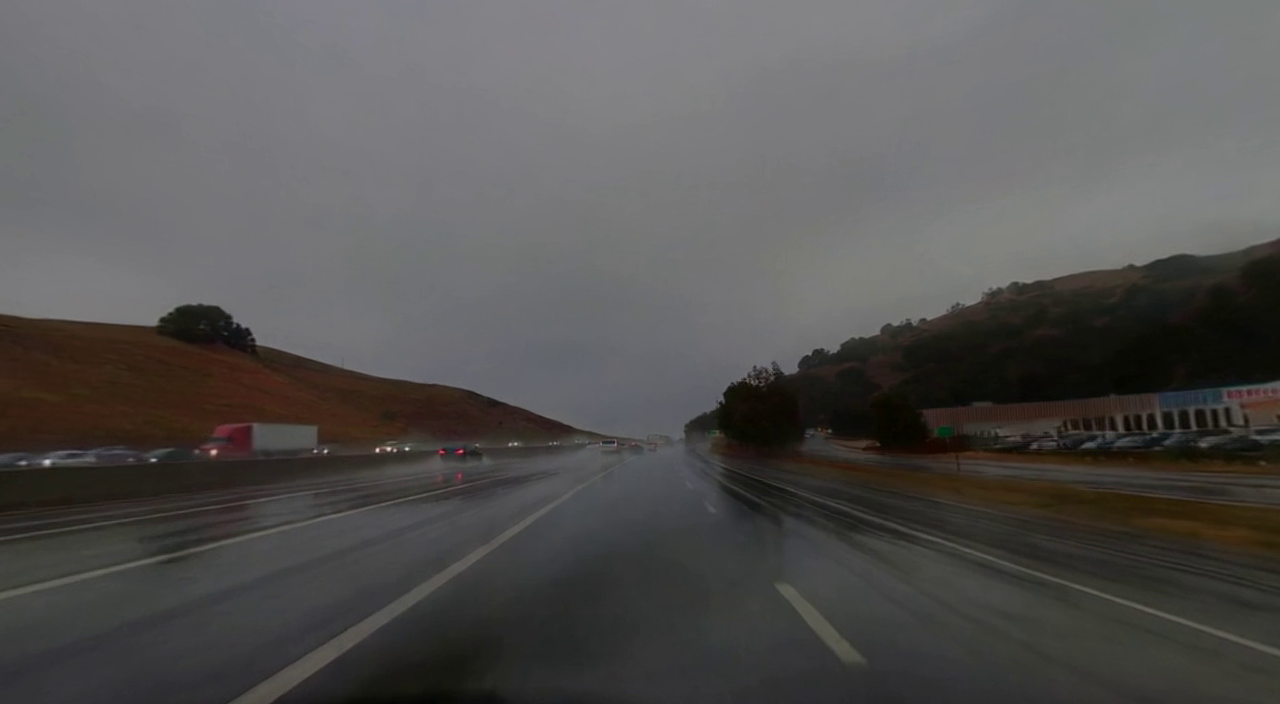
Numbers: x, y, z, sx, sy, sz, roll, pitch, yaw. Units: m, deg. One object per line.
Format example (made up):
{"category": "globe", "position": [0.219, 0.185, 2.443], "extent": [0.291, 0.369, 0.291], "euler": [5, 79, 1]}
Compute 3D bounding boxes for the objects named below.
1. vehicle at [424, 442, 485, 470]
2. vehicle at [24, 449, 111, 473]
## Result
{"category": "vehicle", "position": [-10.337, 5.805, 35.430], "extent": [1.927, 1.454, 4.395], "euler": [-1, -8, 3]}
{"category": "vehicle", "position": [-37.961, 7.203, 41.967], "extent": [1.648, 1.429, 4.280], "euler": [-1, -8, 2]}
